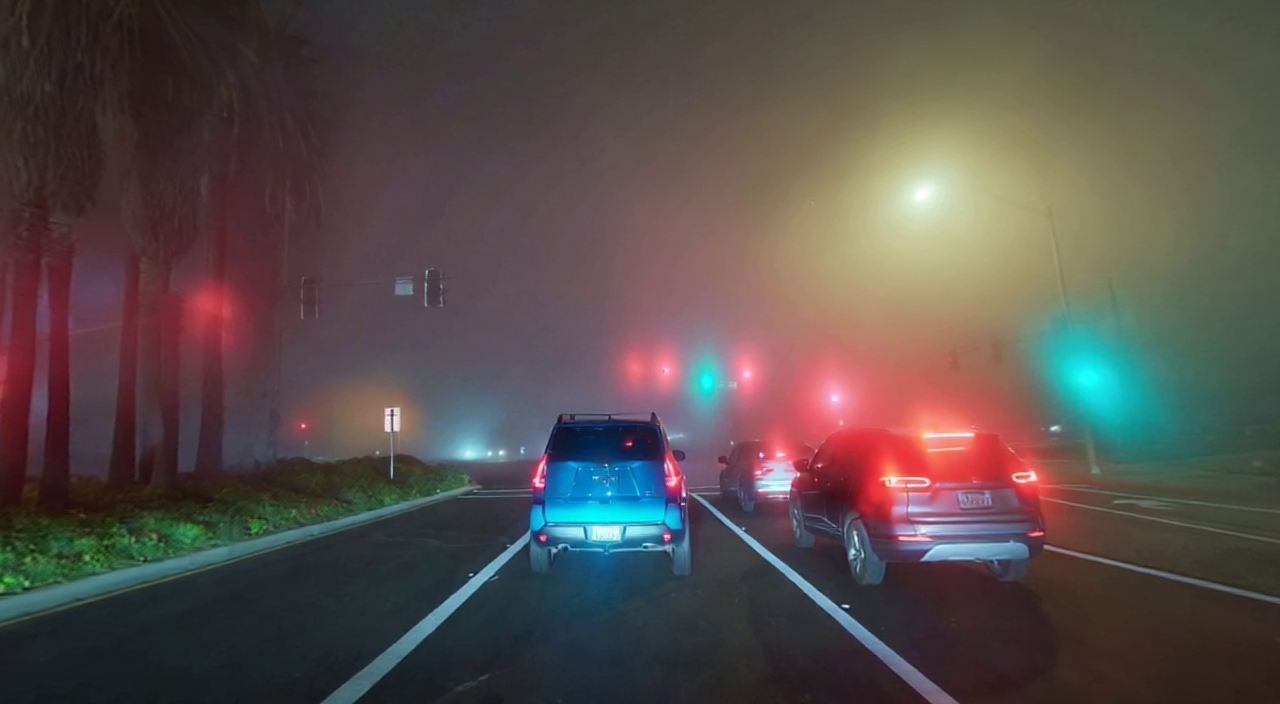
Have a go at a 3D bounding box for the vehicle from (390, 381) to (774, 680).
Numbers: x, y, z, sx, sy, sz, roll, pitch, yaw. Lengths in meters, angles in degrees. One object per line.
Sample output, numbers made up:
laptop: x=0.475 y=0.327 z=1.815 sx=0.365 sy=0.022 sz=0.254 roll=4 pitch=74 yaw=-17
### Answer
vehicle: x=-0.332 y=1.315 z=5.682 sx=2.172 sy=1.694 sz=4.055 roll=0 pitch=-8 yaw=0

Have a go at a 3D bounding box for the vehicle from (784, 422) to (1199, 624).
vehicle: x=3.128 y=1.606 z=6.957 sx=1.971 sy=1.473 sz=4.495 roll=0 pitch=-8 yaw=0
